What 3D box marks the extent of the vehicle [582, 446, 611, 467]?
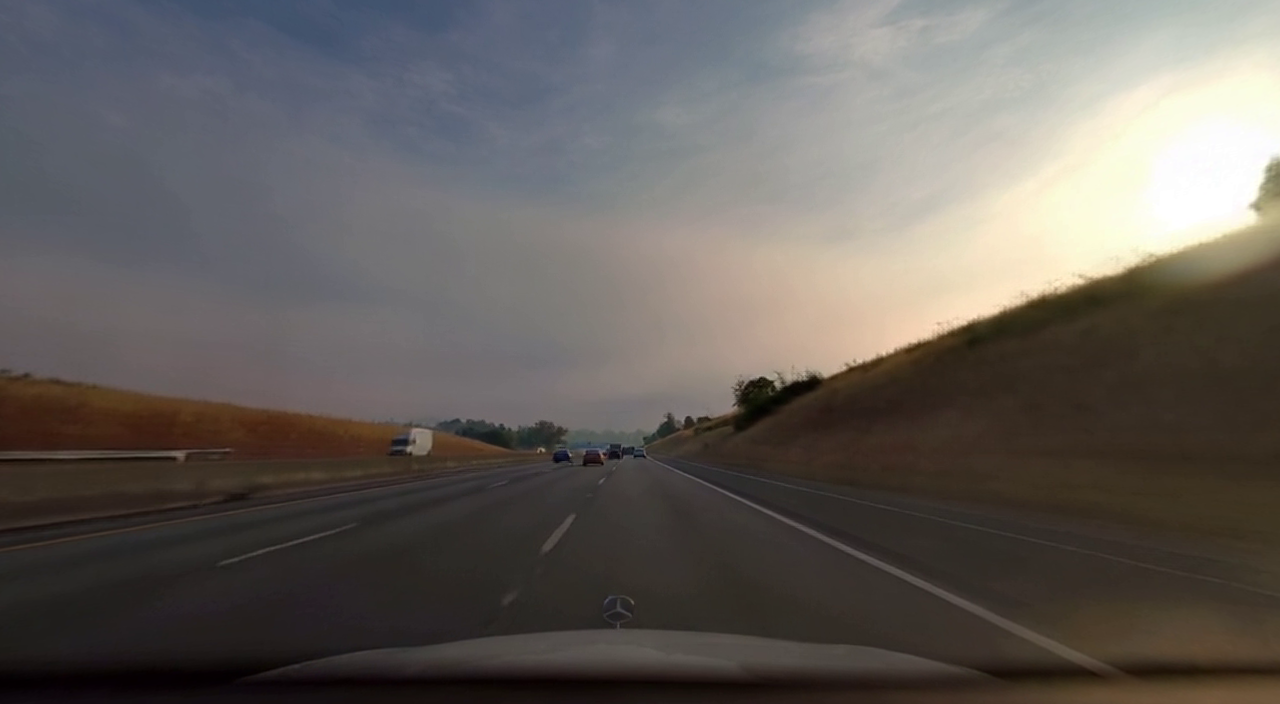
[{"bbox_3d":[-3.180,7.776,46.654,1.895,1.482,3.852,0,-9,-1],"label":"vehicle"}]
